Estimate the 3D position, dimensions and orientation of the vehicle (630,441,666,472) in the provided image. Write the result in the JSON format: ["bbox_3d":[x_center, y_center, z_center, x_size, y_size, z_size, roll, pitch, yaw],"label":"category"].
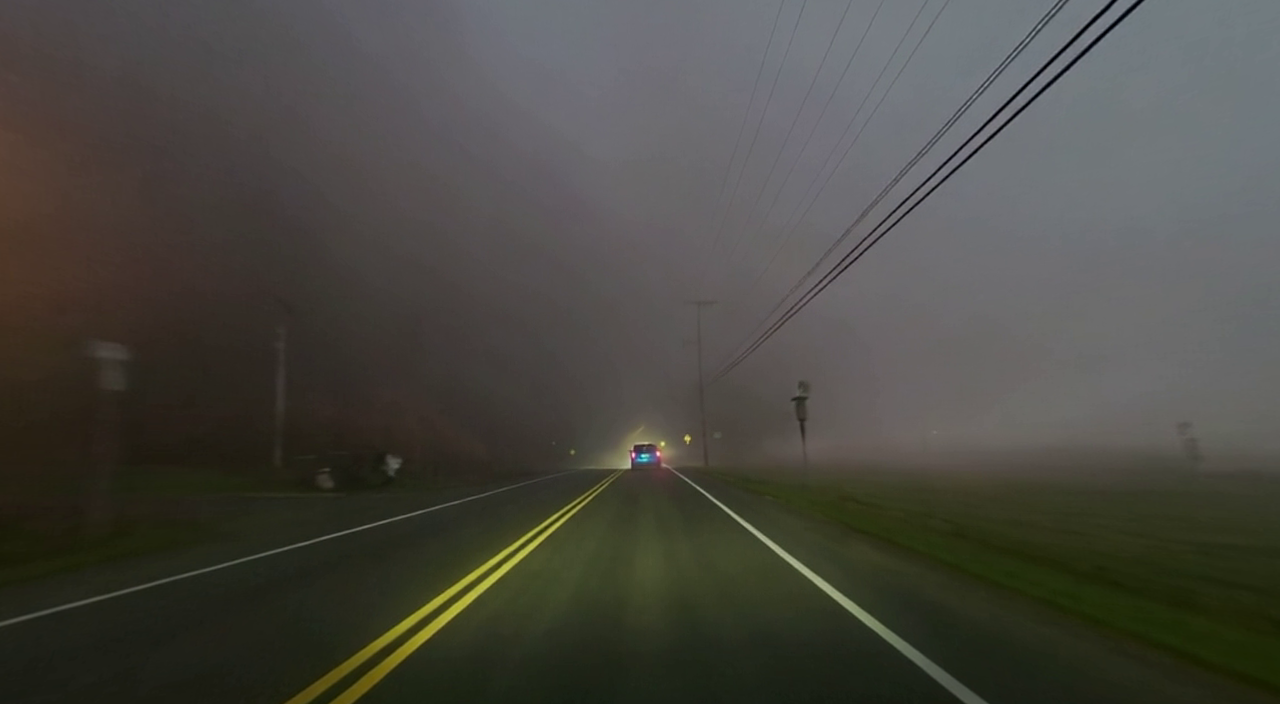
[{"bbox_3d":[0.527,7.545,45.741,2.468,2.056,4.422,0,-9,0],"label":"vehicle"}]
